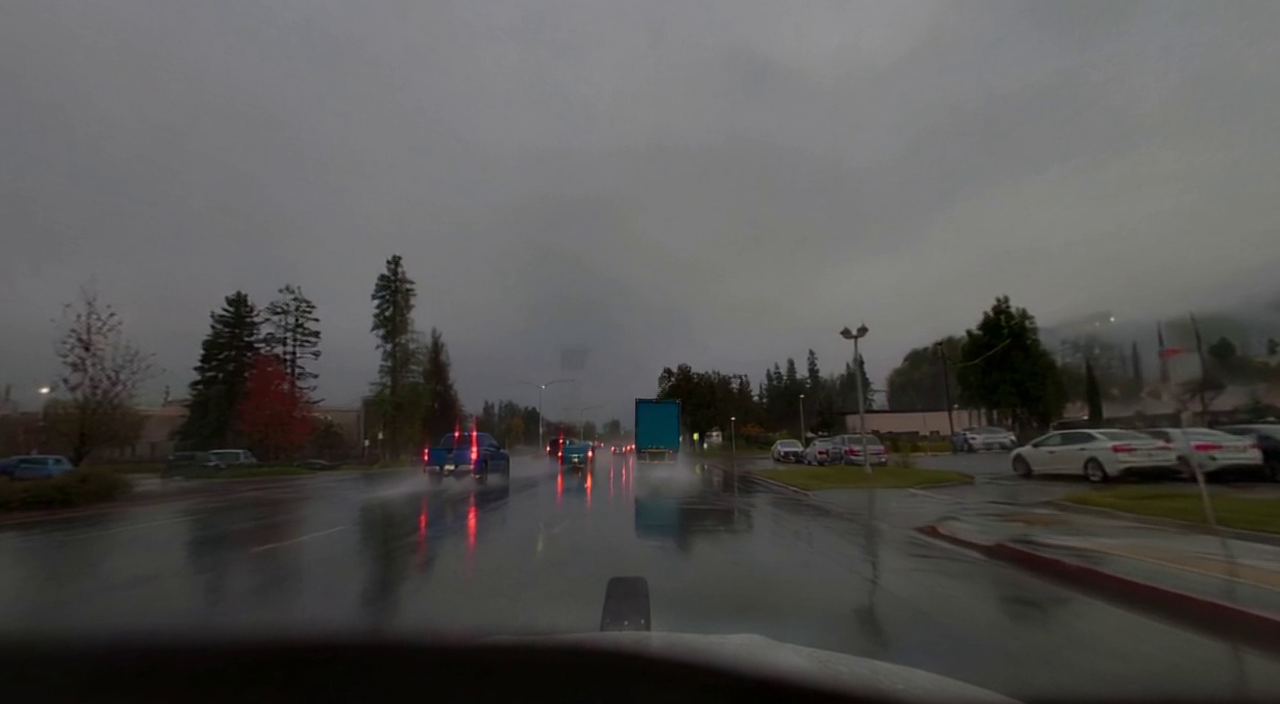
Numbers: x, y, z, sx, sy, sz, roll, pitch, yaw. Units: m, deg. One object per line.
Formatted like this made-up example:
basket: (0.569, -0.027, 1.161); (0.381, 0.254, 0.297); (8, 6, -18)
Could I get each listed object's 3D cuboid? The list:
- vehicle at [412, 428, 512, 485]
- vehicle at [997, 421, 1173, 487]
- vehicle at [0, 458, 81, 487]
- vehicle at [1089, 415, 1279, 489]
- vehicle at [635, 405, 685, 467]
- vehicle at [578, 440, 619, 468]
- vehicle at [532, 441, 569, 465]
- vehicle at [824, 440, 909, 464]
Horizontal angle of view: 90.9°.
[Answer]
vehicle: (-6.551, 3.928, 23.970); (2.149, 1.893, 5.187); (0, -9, 2)
vehicle: (12.509, 2.923, 18.168); (1.880, 1.642, 4.523); (0, -9, 3)
vehicle: (-33.758, 6.583, 34.480); (4.409, 1.480, 2.092); (-1, -9, 3)
vehicle: (15.141, 2.772, 17.636); (1.995, 1.785, 4.343); (0, -9, 2)
vehicle: (1.233, 5.564, 41.251); (2.905, 3.644, 8.441); (0, -9, 1)
vehicle: (-2.548, 6.361, 39.510); (2.114, 1.663, 4.381); (0, -9, 2)
vehicle: (-6.337, 7.172, 45.030); (1.908, 1.616, 4.089); (0, -9, 2)
vehicle: (14.867, 6.579, 41.524); (4.830, 1.472, 2.042); (0, -9, -1)
